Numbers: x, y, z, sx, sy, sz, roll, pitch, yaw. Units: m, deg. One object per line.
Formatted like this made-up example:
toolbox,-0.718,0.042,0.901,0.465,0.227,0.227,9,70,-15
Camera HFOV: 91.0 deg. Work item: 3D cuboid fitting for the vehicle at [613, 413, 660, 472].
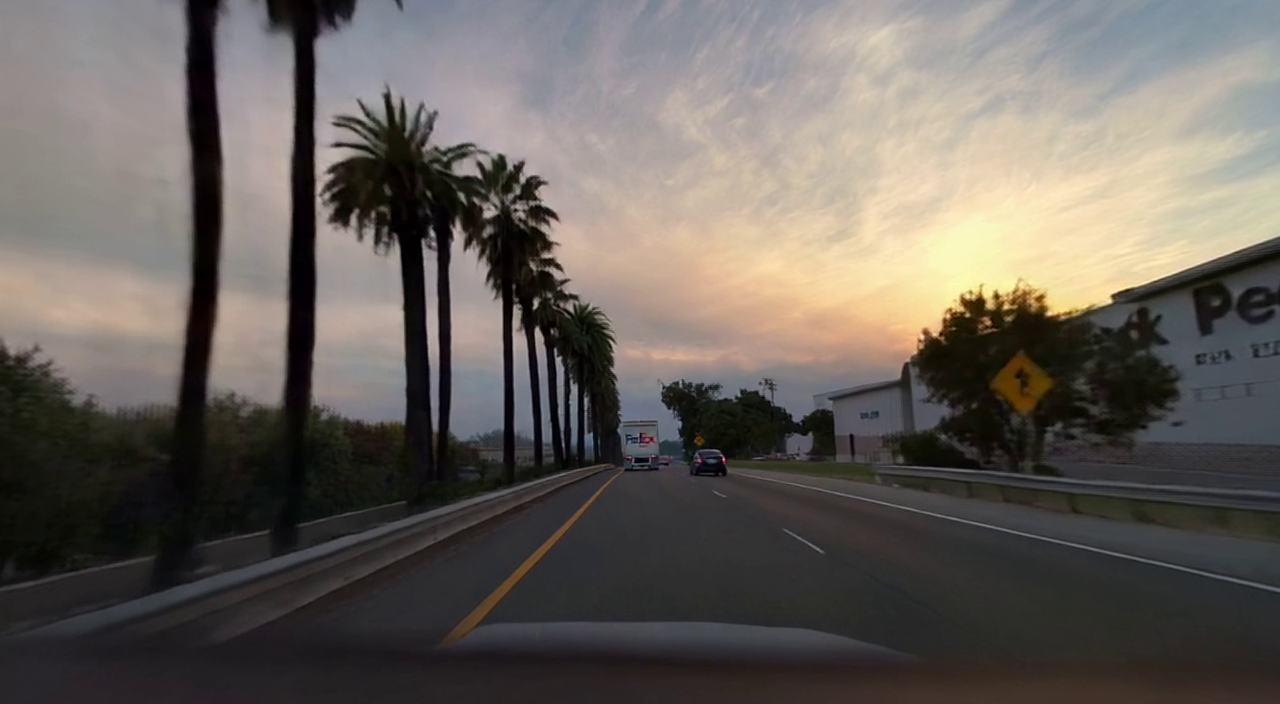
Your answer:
vehicle,-0.287,7.226,49.914,3.243,4.134,11.656,0,-9,0

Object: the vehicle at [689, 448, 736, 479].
vehicle,3.836,5.968,33.987,1.966,1.558,4.238,0,-9,-1
